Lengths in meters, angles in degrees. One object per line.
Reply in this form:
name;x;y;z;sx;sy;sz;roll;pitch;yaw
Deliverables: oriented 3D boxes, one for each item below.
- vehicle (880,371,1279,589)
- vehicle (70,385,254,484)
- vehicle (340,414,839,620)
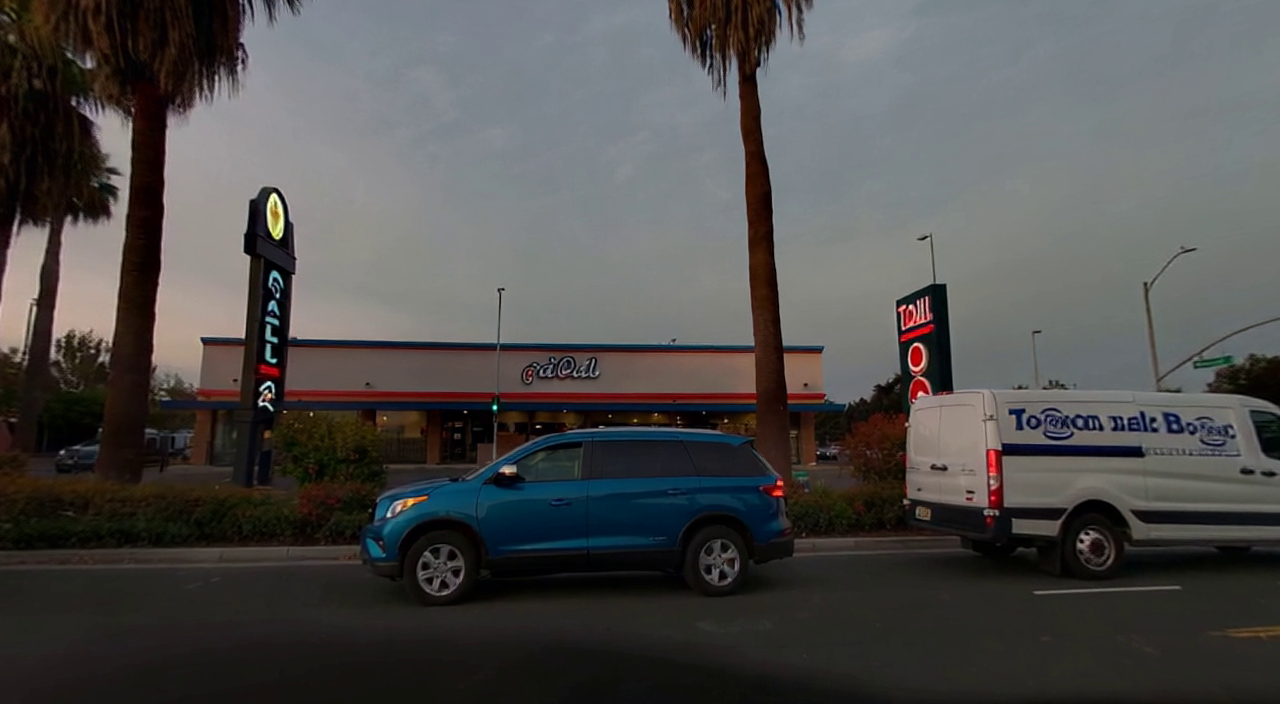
vehicle;6.626;1.512;8.026;6.246;2.202;2.277;1;-9;-8
vehicle;-21.680;3.903;29.444;3.034;3.929;7.699;1;-9;-6
vehicle;-0.486;1.614;6.854;4.493;1.728;2.137;1;-9;-9
